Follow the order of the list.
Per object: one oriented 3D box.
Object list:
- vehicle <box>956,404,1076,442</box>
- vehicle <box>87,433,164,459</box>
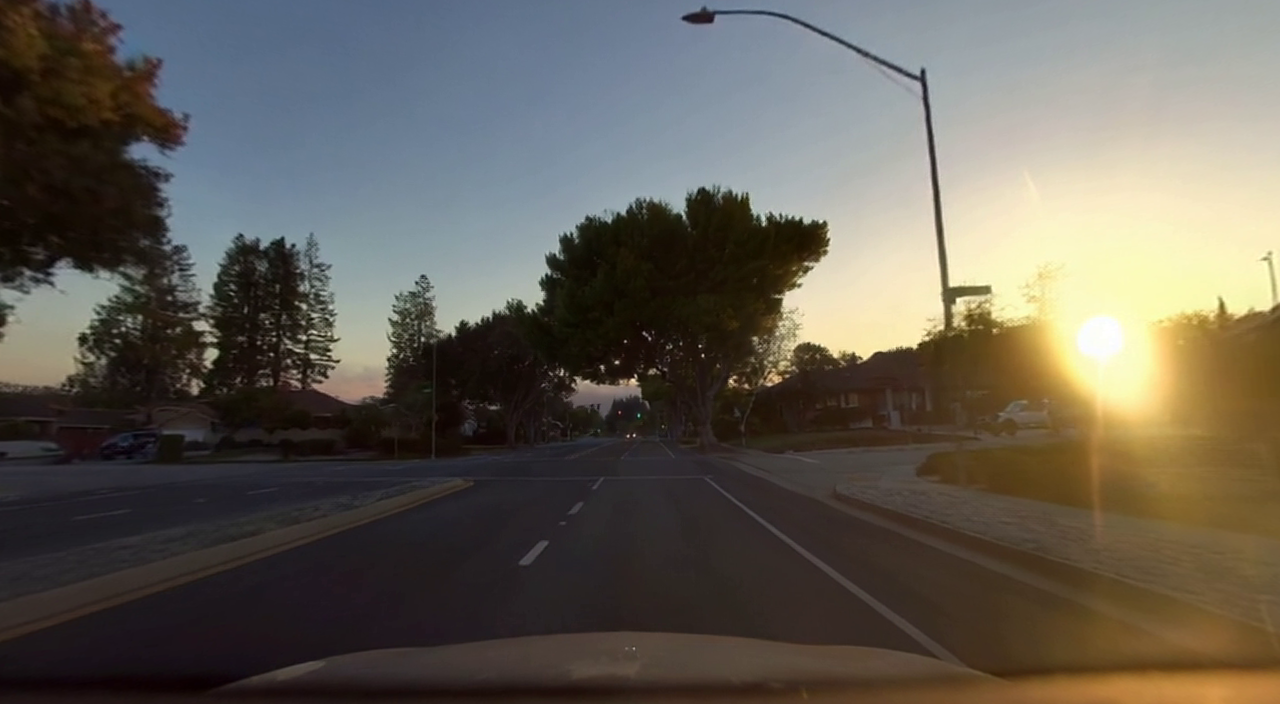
[{"bbox_3d":[18.853,3.602,31.869,4.698,1.583,2.081,2,-11,1],"label":"vehicle"},{"bbox_3d":[-29.944,5.494,36.936,1.991,1.435,4.421,2,-9,-18],"label":"vehicle"}]
